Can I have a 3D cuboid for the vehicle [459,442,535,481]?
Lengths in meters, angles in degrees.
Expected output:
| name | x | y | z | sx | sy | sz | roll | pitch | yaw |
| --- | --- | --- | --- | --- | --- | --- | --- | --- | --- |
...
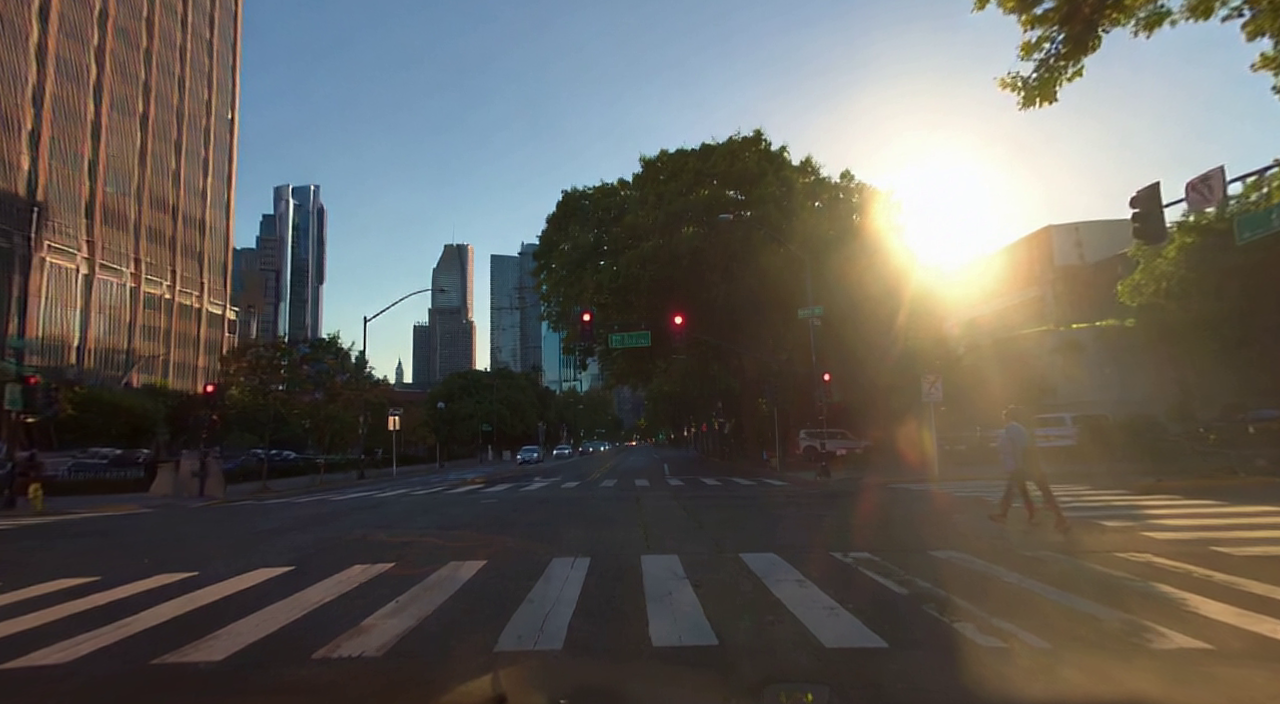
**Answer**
| name | x | y | z | sx | sy | sz | roll | pitch | yaw |
| --- | --- | --- | --- | --- | --- | --- | --- | --- | --- |
| vehicle | -5.880 | 4.531 | 26.489 | 2.127 | 1.473 | 4.428 | 0 | -8 | 1 |
